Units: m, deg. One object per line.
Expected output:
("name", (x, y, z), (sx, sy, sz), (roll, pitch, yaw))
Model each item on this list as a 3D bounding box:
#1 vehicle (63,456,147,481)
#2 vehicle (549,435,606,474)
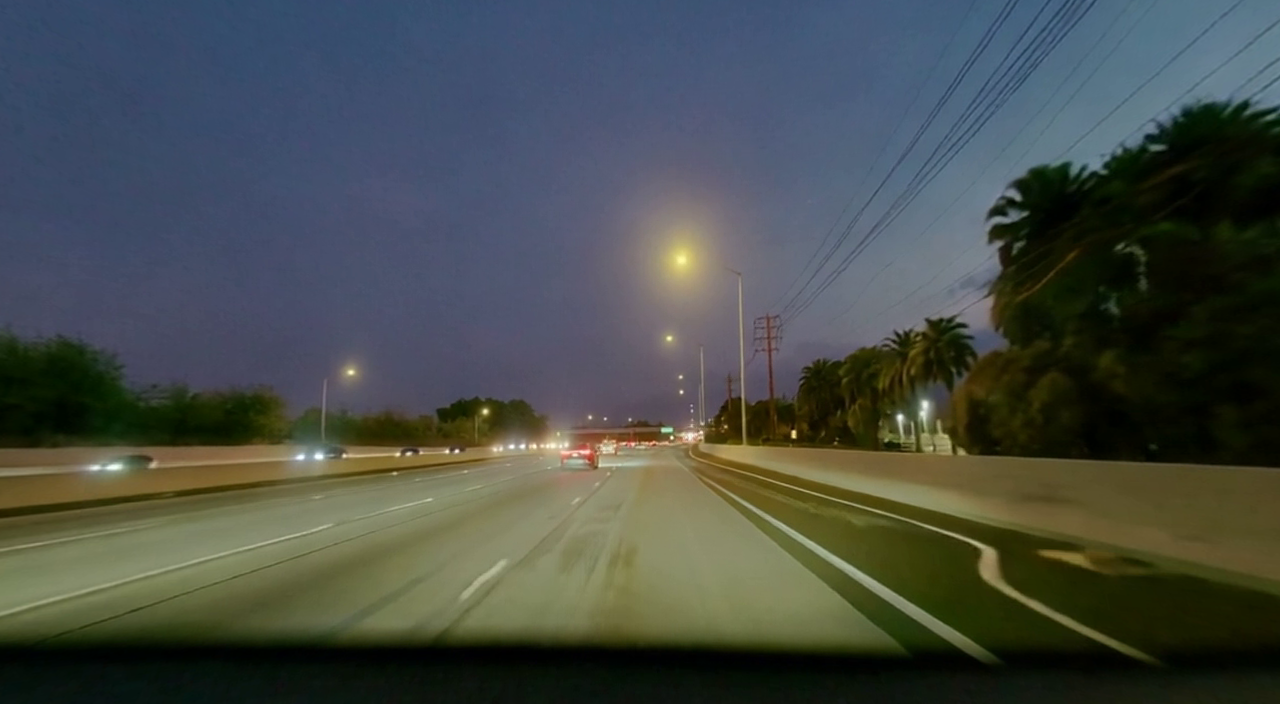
("vehicle", (-35.546, 7.726, 42.065), (1.758, 1.459, 4.364), (0, -8, 0))
("vehicle", (-2.697, 4.555, 28.157), (2.029, 1.609, 3.935), (0, -8, 2))
